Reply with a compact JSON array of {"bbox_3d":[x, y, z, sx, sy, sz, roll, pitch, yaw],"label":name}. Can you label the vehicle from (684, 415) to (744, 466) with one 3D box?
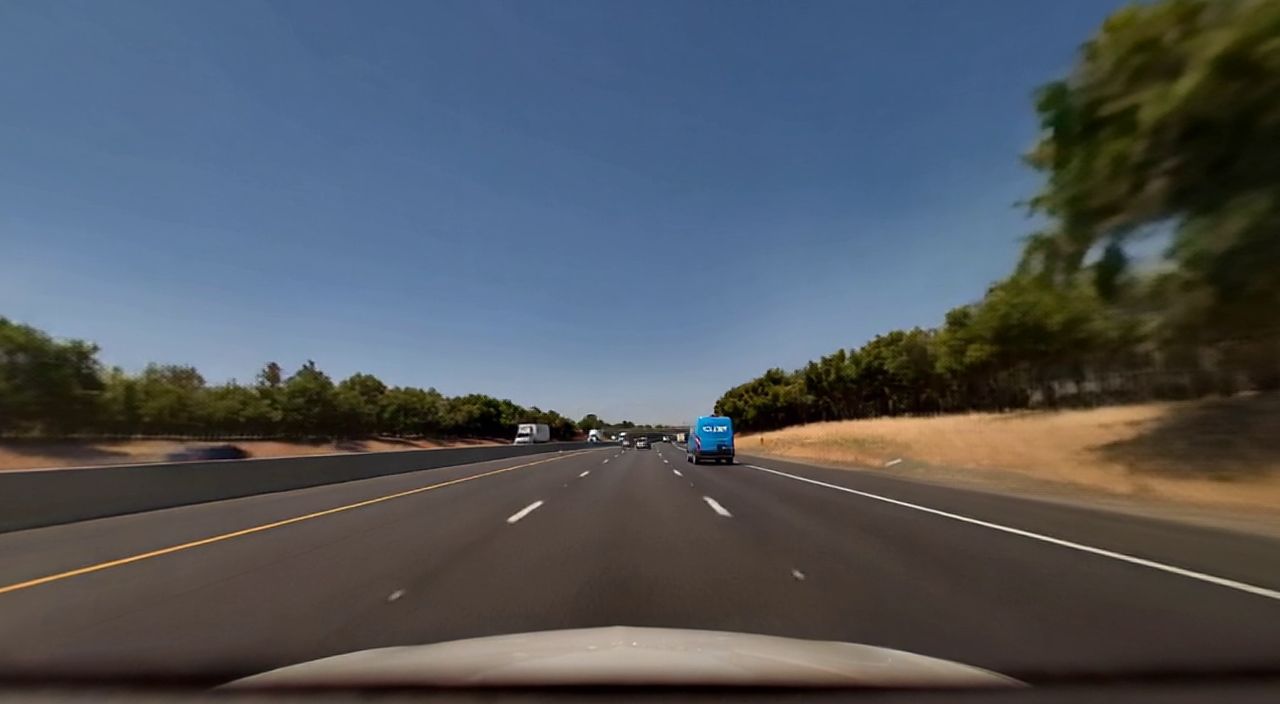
[{"bbox_3d":[3.933,4.889,34.736,2.485,2.562,5.535,0,-8,-2],"label":"vehicle"}]
